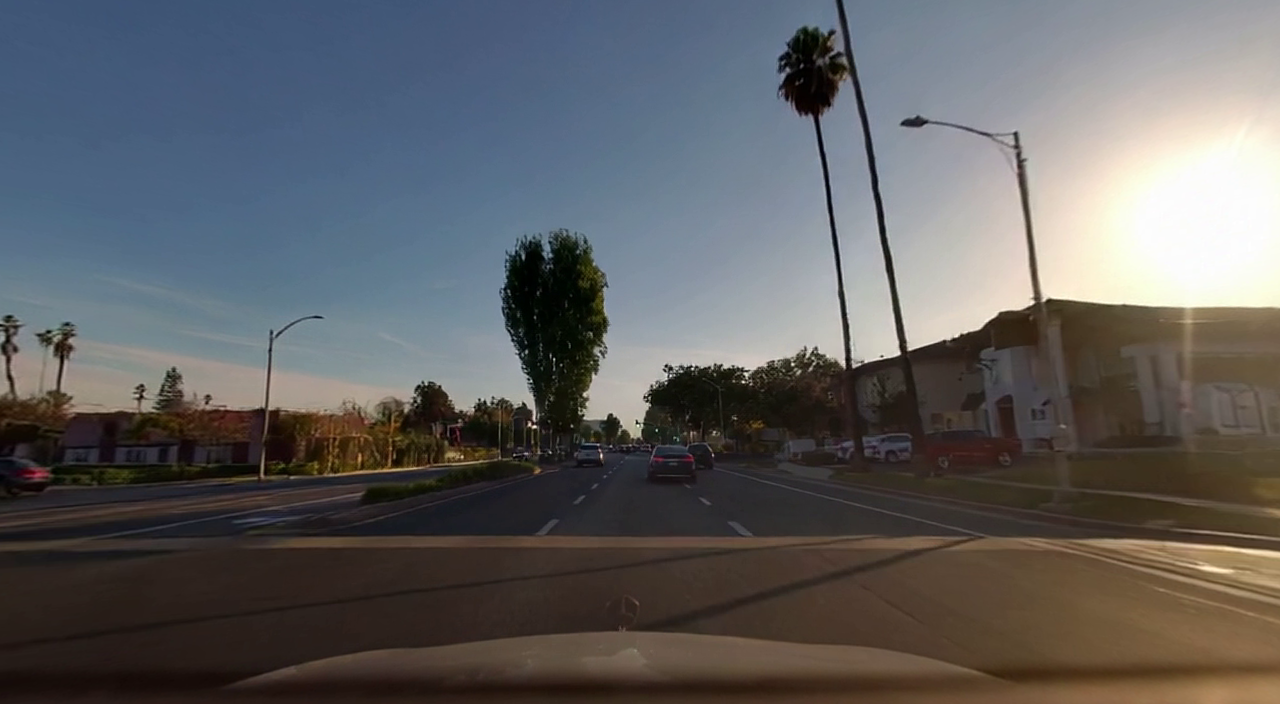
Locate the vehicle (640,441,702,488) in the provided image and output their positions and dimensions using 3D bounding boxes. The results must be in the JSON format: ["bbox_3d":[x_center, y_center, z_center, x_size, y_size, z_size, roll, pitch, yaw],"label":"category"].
[{"bbox_3d":[1.136,4.423,25.148,2.084,1.682,4.148,1,-9,-3],"label":"vehicle"}]

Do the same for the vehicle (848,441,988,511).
[{"bbox_3d":[7.718,3.436,18.008,2.012,1.737,4.129,0,-9,-2],"label":"vehicle"}]

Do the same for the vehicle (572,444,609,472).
[{"bbox_3d":[-3.232,7.054,42.162,2.084,1.735,4.528,0,-8,0],"label":"vehicle"}]

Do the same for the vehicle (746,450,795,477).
[{"bbox_3d":[7.740,6.608,37.687,1.947,1.474,4.634,0,-9,0],"label":"vehicle"}]

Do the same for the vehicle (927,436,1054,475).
[{"bbox_3d":[15.508,4.601,28.062,4.489,1.557,1.792,-2,-9,2],"label":"vehicle"}]
